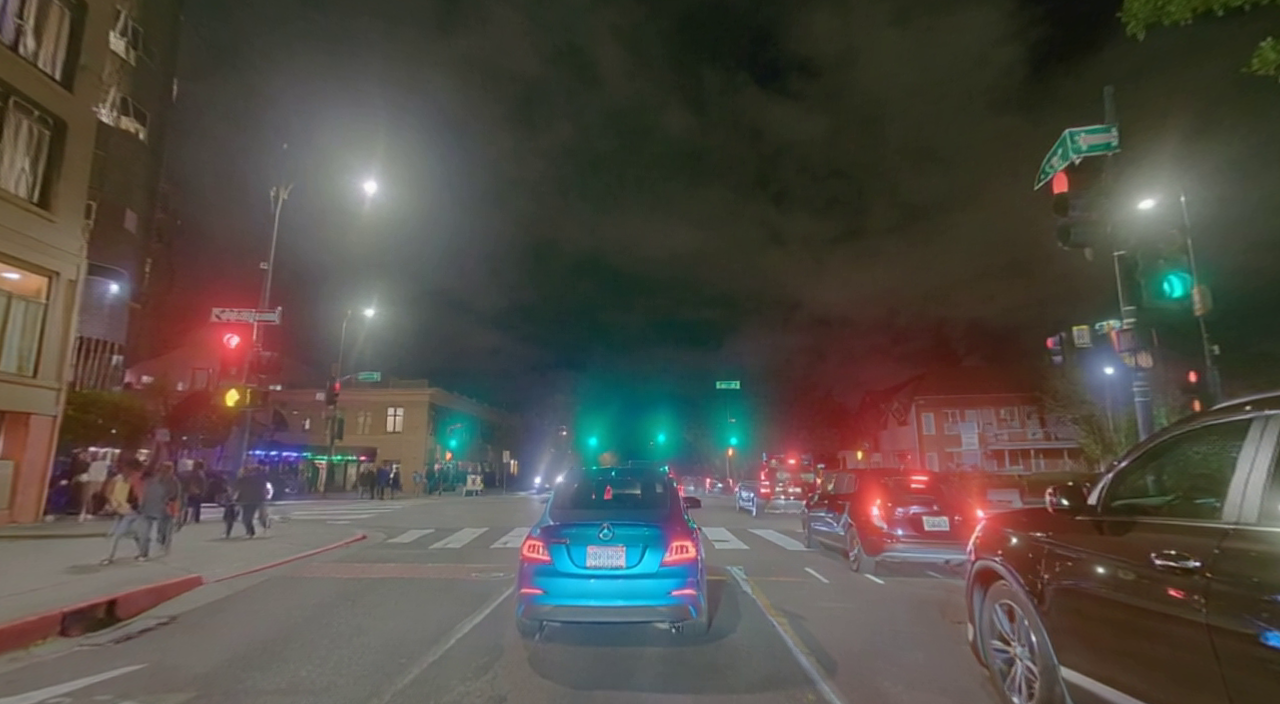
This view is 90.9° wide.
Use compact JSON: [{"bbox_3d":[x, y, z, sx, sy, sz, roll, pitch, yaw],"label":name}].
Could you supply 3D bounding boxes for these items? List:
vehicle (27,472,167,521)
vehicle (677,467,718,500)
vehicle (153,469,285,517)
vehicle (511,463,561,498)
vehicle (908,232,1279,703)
[{"bbox_3d":[-25.487,6.769,29.734,4.588,2.048,2.110,0,-9,0],"label":"vehicle"},{"bbox_3d":[3.467,8.036,38.835,1.908,1.741,4.066,0,-9,-3],"label":"vehicle"},{"bbox_3d":[-19.776,6.630,29.748,4.750,2.083,2.002,-1,-9,3],"label":"vehicle"},{"bbox_3d":[-6.349,7.878,39.004,2.226,1.896,4.438,-1,-9,1],"label":"vehicle"},{"bbox_3d":[3.215,0.550,1.281,2.632,1.979,6.096,0,-9,0],"label":"vehicle"}]
